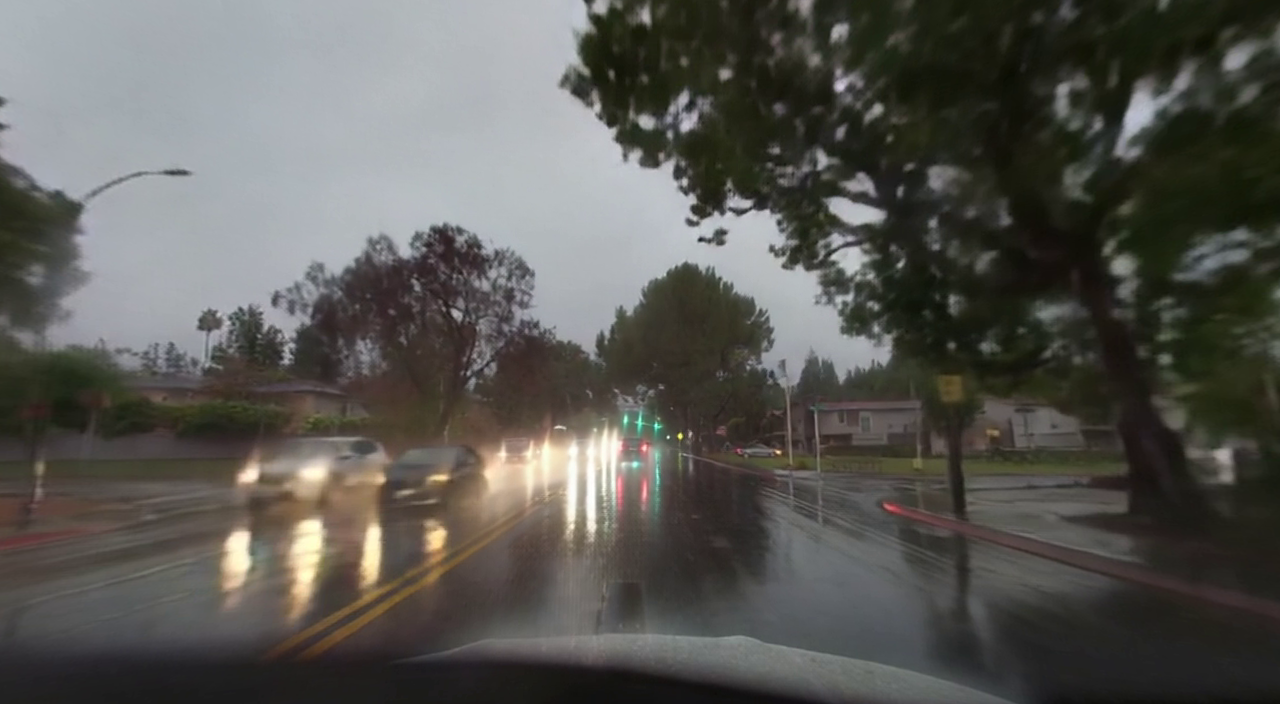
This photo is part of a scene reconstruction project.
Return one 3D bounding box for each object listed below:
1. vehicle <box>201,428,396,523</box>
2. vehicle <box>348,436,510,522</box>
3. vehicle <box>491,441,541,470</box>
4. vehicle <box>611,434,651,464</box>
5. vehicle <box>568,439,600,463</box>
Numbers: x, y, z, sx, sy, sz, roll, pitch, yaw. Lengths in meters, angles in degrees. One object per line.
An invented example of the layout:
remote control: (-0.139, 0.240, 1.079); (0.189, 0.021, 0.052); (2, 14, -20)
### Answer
vehicle: (-7.434, 2.704, 14.401); (2.044, 1.699, 4.400); (-3, -9, -1)
vehicle: (-4.279, 2.622, 13.579); (2.039, 1.460, 4.189); (-3, -9, 0)
vehicle: (-7.403, 6.225, 38.266); (2.069, 1.654, 4.458); (0, -9, 1)
vehicle: (-0.564, 6.634, 43.296); (2.554, 1.902, 5.329); (0, -9, 1)
vehicle: (-4.172, 7.490, 47.988); (1.955, 1.723, 4.287); (0, -9, 1)
